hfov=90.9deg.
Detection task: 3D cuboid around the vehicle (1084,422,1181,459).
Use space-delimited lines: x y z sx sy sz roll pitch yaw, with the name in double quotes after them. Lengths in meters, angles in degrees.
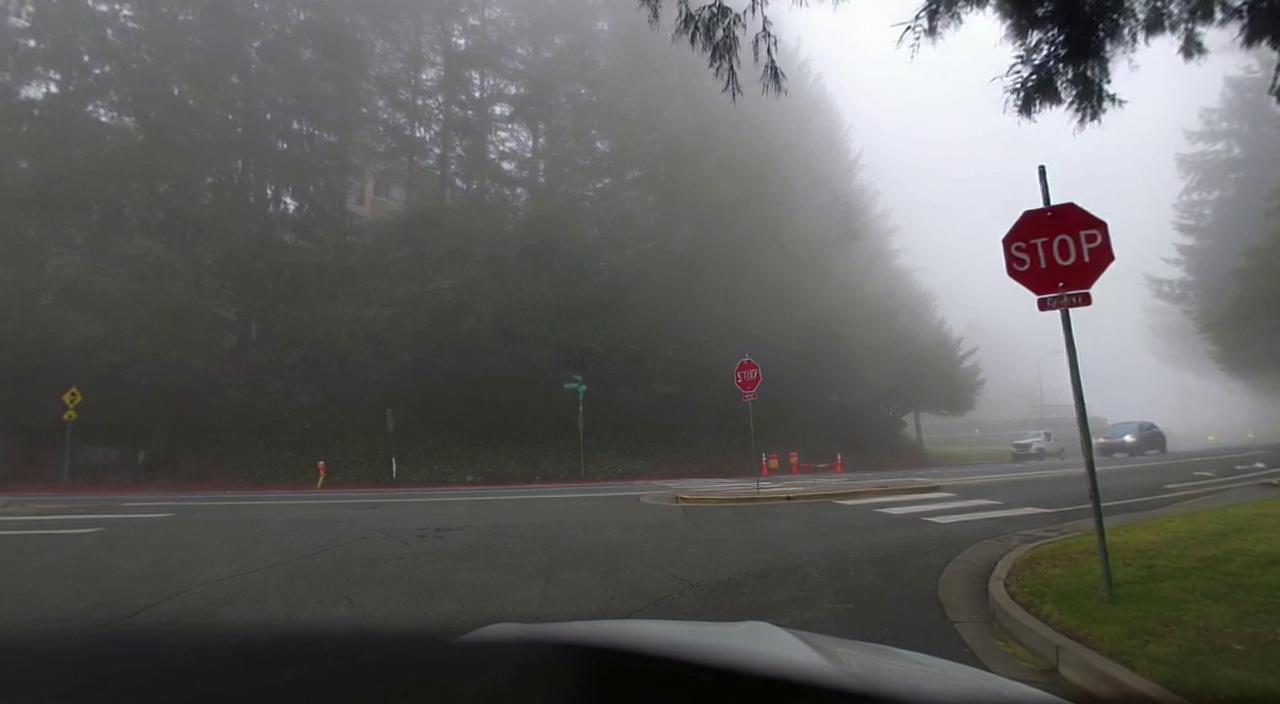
21.549 3.888 27.526 4.473 1.474 2.108 6 -10 -36 "vehicle"
